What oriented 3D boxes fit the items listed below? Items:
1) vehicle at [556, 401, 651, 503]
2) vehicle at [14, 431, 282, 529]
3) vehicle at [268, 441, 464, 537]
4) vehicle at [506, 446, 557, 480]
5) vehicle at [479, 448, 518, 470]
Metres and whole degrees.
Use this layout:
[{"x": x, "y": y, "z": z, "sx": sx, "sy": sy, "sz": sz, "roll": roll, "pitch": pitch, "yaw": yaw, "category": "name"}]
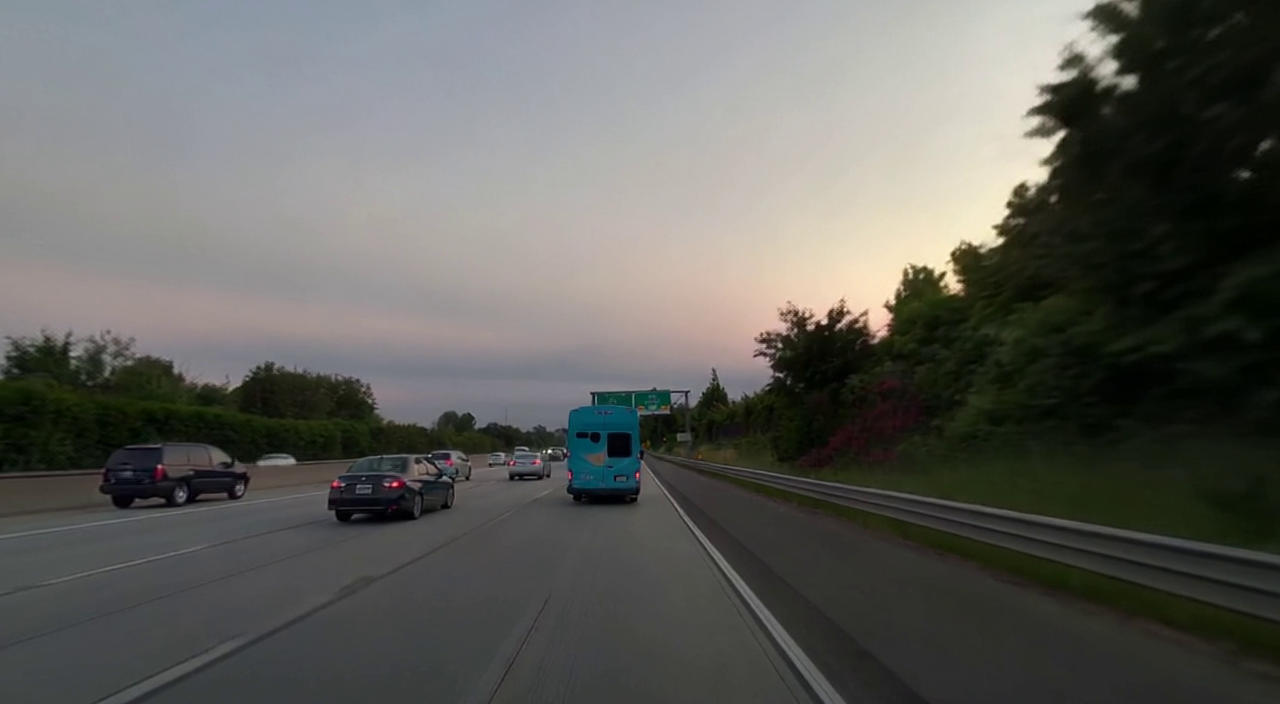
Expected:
[{"x": -0.961, "y": 2.944, "z": 18.664, "sx": 2.394, "sy": 2.556, "sz": 5.232, "roll": 0, "pitch": -9, "yaw": -1, "category": "vehicle"}, {"x": -9.576, "y": 2.500, "z": 12.829, "sx": 2.010, "sy": 1.621, "sz": 4.252, "roll": 0, "pitch": -9, "yaw": 0, "category": "vehicle"}, {"x": -4.773, "y": 2.417, "z": 11.723, "sx": 1.876, "sy": 1.438, "sz": 4.072, "roll": 0, "pitch": -9, "yaw": -1, "category": "vehicle"}, {"x": -5.122, "y": 5.275, "z": 30.163, "sx": 1.872, "sy": 1.480, "sz": 3.545, "roll": 0, "pitch": -9, "yaw": -1, "category": "vehicle"}, {"x": -10.102, "y": 7.645, "z": 45.234, "sx": 1.886, "sy": 1.462, "sz": 4.084, "roll": 0, "pitch": -9, "yaw": -1, "category": "vehicle"}]
